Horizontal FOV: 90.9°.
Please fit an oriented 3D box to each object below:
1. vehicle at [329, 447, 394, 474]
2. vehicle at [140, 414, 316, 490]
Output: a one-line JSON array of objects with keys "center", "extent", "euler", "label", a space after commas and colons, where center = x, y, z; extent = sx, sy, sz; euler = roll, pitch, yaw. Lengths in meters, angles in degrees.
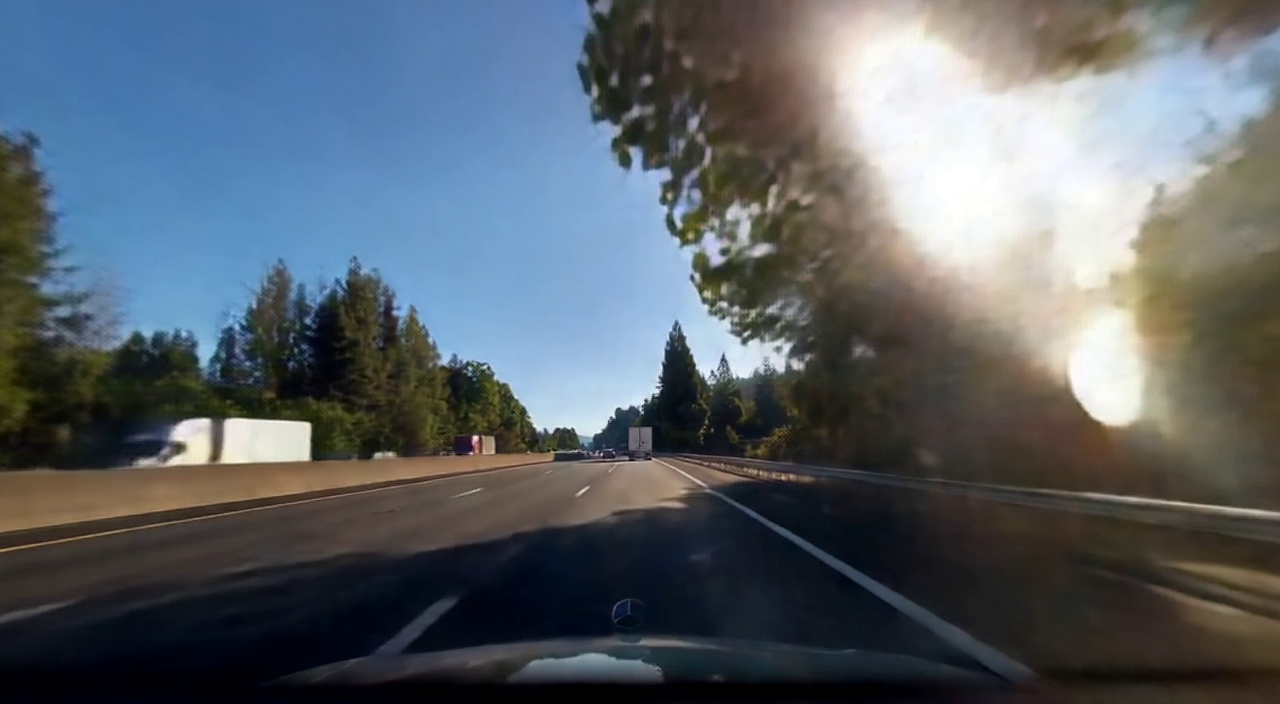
[{"center": [-15.820, 6.189, 36.024], "extent": [1.788, 1.436, 4.029], "euler": [0, -9, 1], "label": "vehicle"}, {"center": [-23.187, 5.775, 36.571], "extent": [3.203, 3.774, 10.121], "euler": [0, -9, 1], "label": "vehicle"}]
